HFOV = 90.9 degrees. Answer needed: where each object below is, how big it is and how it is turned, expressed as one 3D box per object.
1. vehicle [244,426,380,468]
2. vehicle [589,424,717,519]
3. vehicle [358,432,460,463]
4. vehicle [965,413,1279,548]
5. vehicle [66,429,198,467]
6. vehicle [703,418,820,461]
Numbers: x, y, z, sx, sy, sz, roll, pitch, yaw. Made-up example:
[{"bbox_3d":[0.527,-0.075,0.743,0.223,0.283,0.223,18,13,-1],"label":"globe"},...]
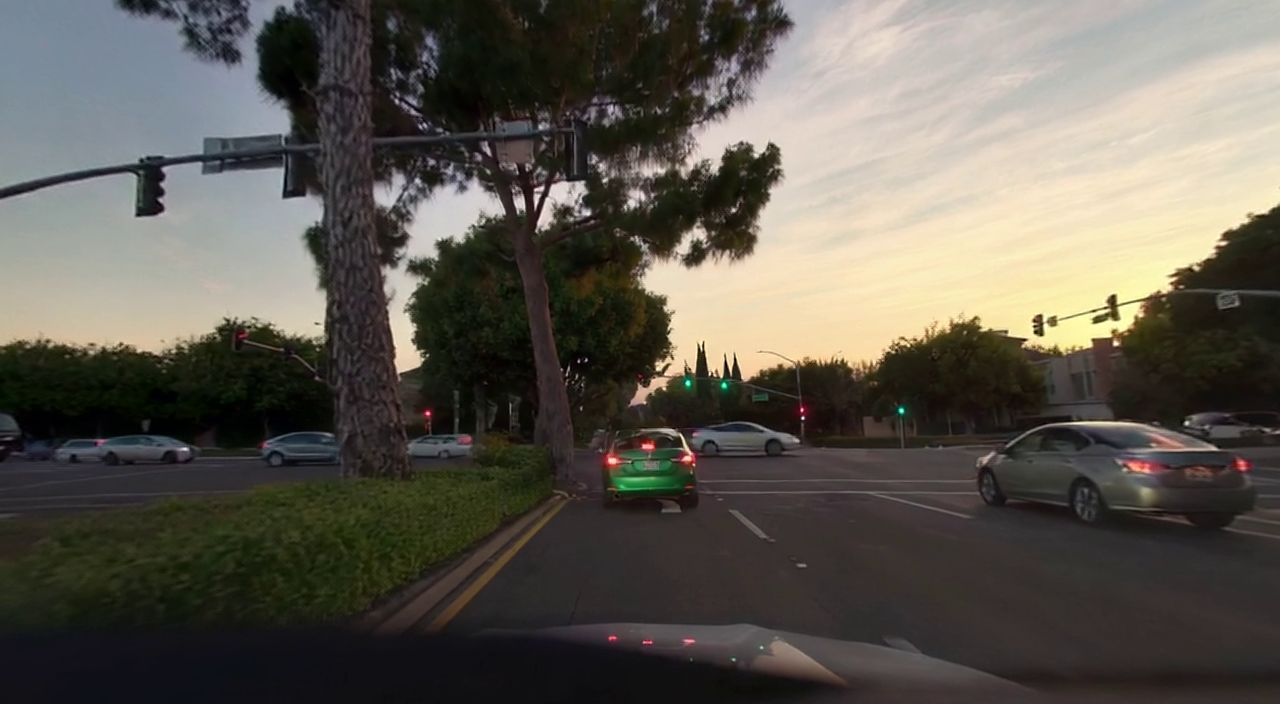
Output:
[{"bbox_3d":[-14.495,4.222,28.107,4.921,1.757,2.036,-1,-8,2],"label":"vehicle"},{"bbox_3d":[0.167,2.195,12.033,2.041,1.485,3.813,0,-8,-1],"label":"vehicle"},{"bbox_3d":[-11.545,4.791,31.692,4.399,1.445,1.769,-1,-8,2],"label":"vehicle"},{"bbox_3d":[7.142,1.845,9.731,1.901,1.577,4.348,0,-8,0],"label":"vehicle"},{"bbox_3d":[-25.332,4.814,31.586,4.833,1.784,2.027,0,-8,0],"label":"vehicle"},{"bbox_3d":[5.323,3.890,28.128,4.786,1.803,1.967,0,-8,0],"label":"vehicle"}]
